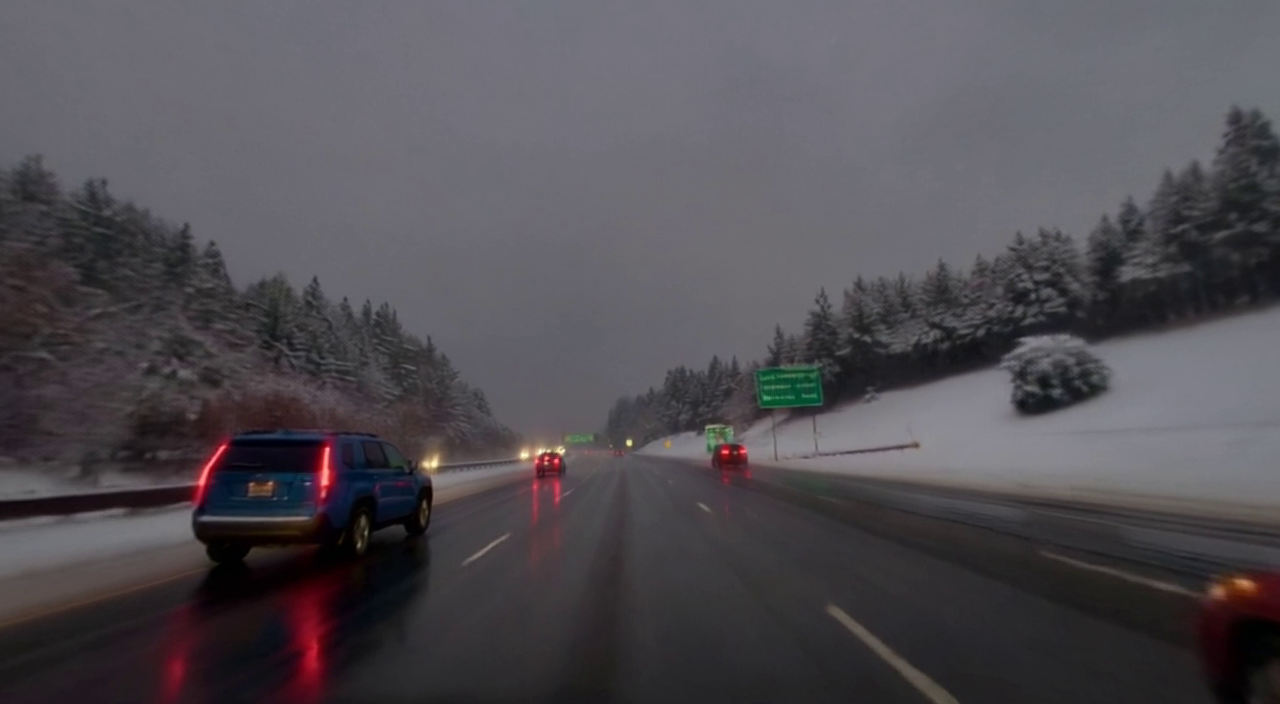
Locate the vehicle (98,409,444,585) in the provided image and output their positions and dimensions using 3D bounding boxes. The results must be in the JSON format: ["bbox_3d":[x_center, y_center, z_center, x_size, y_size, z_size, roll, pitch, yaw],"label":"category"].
[{"bbox_3d":[-4.389,1.792,8.540,2.079,1.745,4.281,0,-9,0],"label":"vehicle"}]

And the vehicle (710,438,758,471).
[{"bbox_3d":[6.451,7.126,43.860,2.378,2.096,5.119,1,-9,-2],"label":"vehicle"}]

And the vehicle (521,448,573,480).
[{"bbox_3d":[-4.539,5.523,31.352,2.009,1.488,4.289,0,-9,-1],"label":"vehicle"}]
